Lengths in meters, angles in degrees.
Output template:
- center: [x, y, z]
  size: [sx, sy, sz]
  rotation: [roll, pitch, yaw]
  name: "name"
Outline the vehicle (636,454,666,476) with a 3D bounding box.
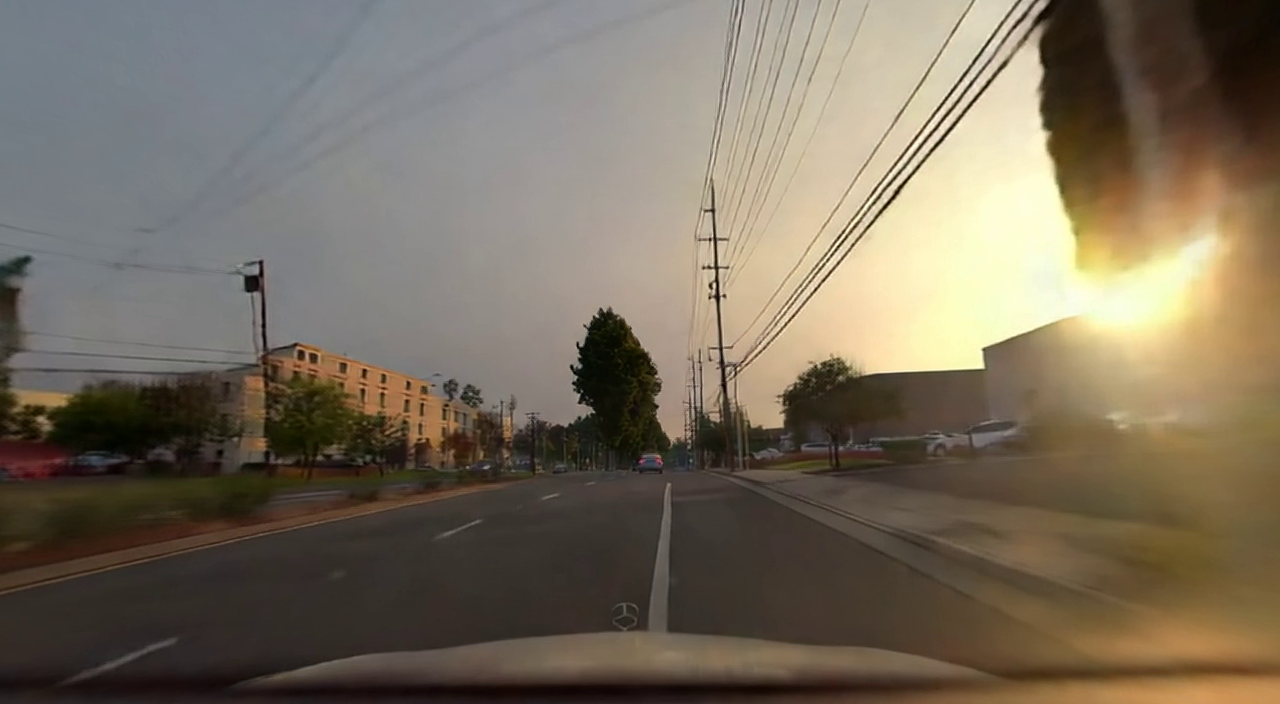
- center: [0.859, 8.458, 47.264]
  size: [2.114, 1.492, 4.453]
  rotation: [-1, -9, 2]
  name: "vehicle"
